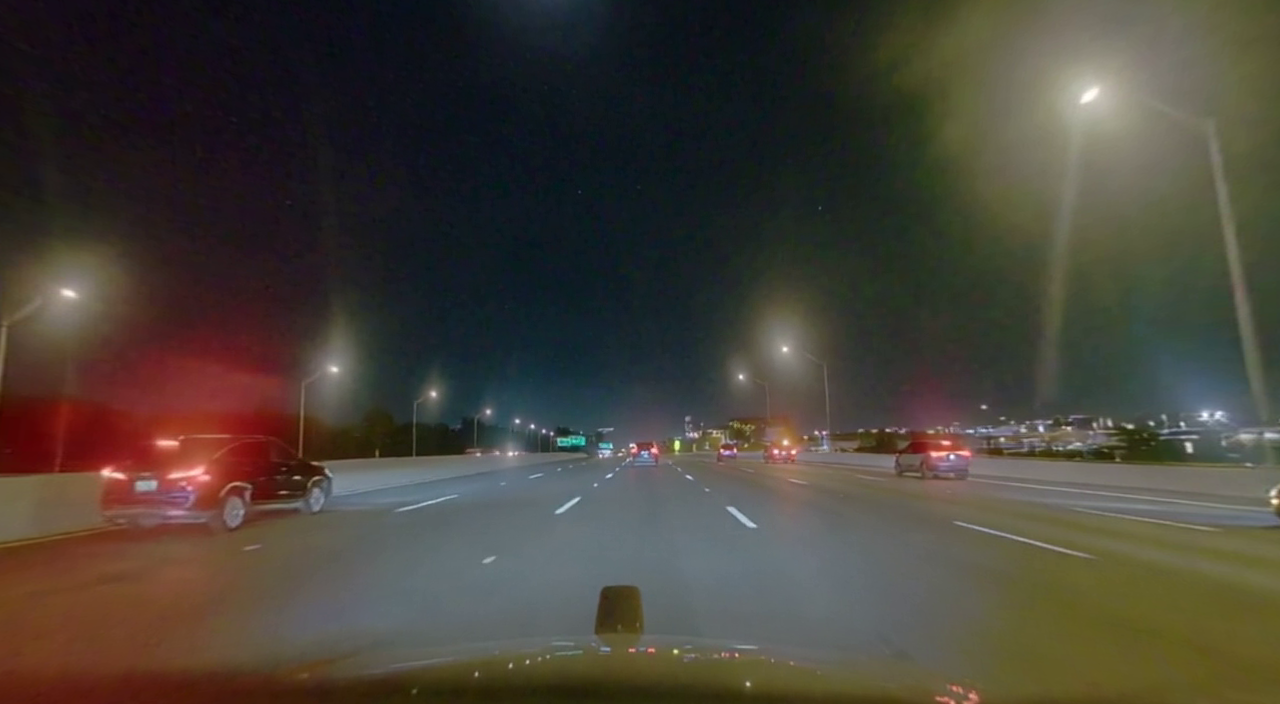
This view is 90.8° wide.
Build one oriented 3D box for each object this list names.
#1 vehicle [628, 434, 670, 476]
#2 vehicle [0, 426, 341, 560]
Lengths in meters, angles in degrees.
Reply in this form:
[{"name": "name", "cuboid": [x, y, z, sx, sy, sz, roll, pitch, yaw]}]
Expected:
[{"name": "vehicle", "cuboid": [0.441, 4.937, 30.509, 1.893, 1.827, 4.513, 0, -8, 1]}, {"name": "vehicle", "cuboid": [-6.599, 1.965, 9.548, 1.967, 1.538, 4.295, 0, -8, 1]}]
